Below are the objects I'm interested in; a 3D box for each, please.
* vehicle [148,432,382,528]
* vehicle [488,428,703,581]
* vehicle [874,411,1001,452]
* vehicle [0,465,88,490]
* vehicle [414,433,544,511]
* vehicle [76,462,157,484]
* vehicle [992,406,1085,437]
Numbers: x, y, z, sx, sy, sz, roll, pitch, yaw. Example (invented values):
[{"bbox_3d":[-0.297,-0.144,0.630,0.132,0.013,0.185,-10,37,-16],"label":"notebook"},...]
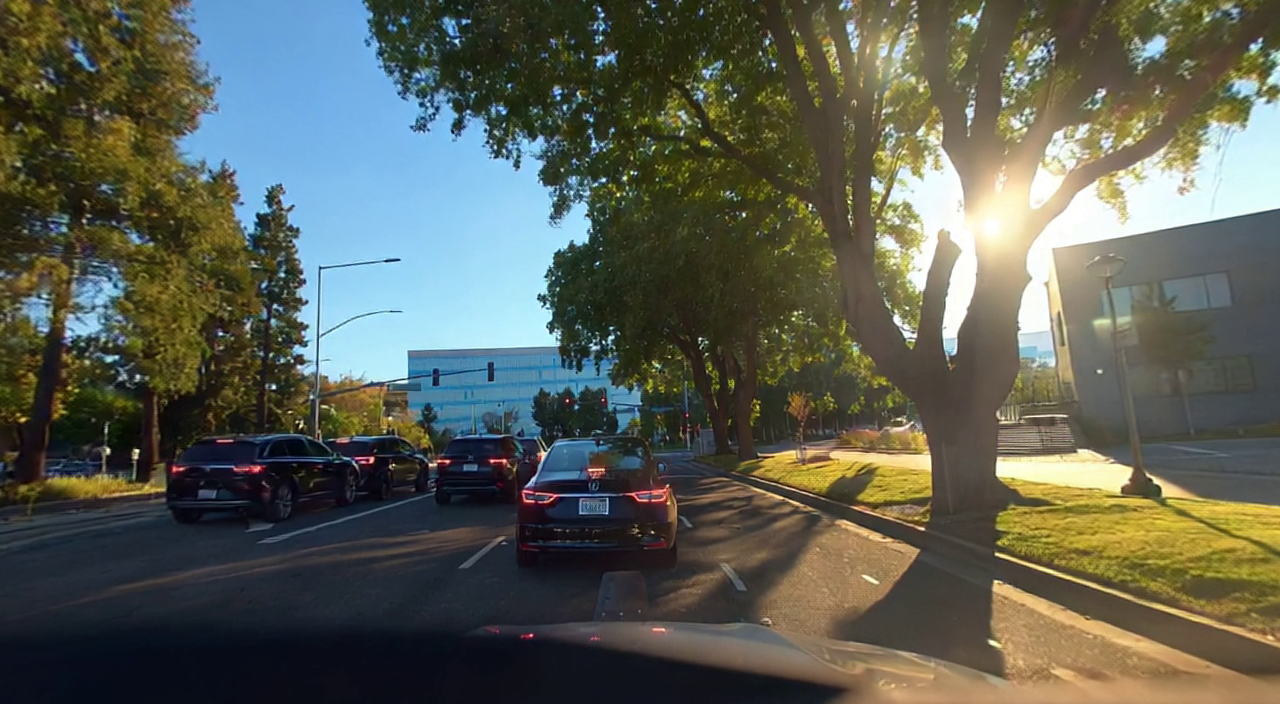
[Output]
[{"bbox_3d":[-7.278,2.506,12.942,2.096,1.593,4.288,0,-9,1],"label":"vehicle"},{"bbox_3d":[-0.419,1.802,8.235,2.104,1.472,3.946,0,-9,0],"label":"vehicle"},{"bbox_3d":[13.940,3.779,29.826,4.975,1.809,1.956,0,-9,1],"label":"vehicle"},{"bbox_3d":[-36.622,7.633,38.544,4.093,1.440,1.804,0,-9,0],"label":"vehicle"},{"bbox_3d":[-3.624,2.768,15.021,1.969,1.570,4.019,0,-9,1],"label":"vehicle"},{"bbox_3d":[-36.342,8.392,43.883,3.918,1.423,1.861,0,-9,-1],"label":"vehicle"},{"bbox_3d":[28.231,4.968,44.998,5.333,1.880,2.130,-7,-9,28],"label":"vehicle"}]
